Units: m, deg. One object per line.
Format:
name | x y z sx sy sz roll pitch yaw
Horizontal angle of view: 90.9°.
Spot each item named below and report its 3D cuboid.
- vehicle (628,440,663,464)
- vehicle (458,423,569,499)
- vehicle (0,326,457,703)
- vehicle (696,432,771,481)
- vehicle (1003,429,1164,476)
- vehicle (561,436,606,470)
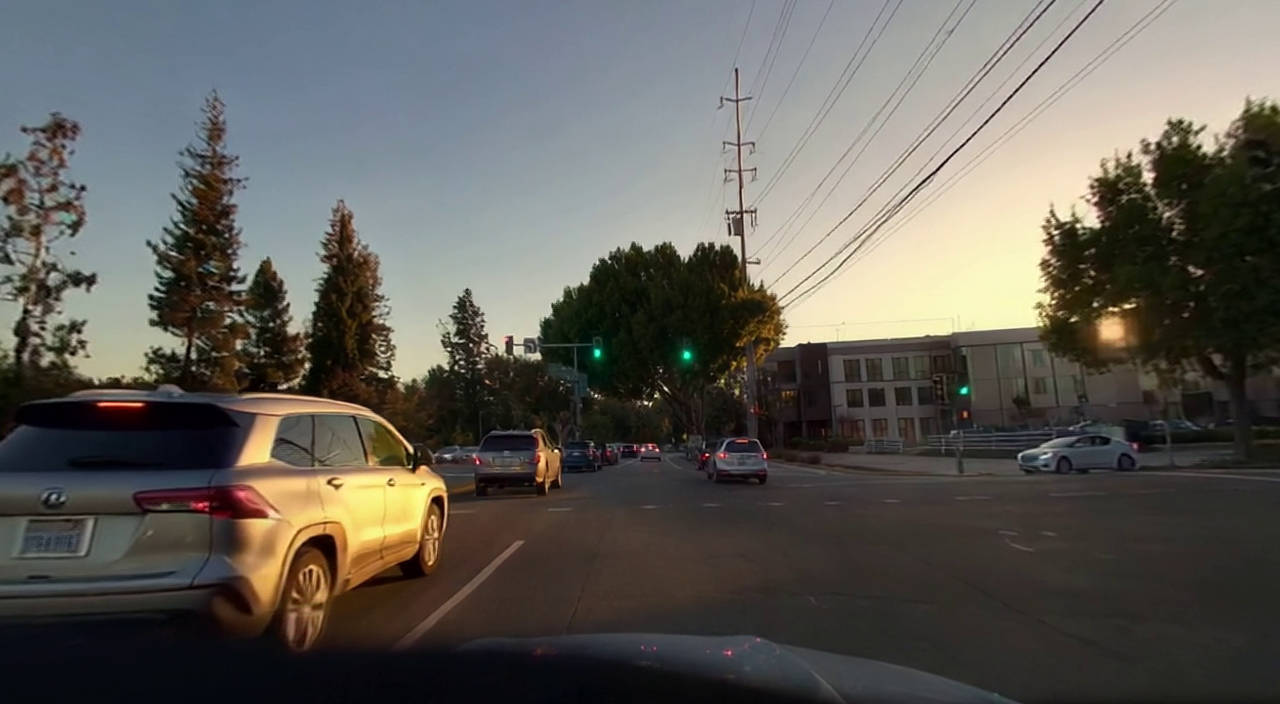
vehicle | 0.362 6.642 41.849 2.185 1.515 4.215 0 -8 1
vehicle | -3.179 2.848 16.799 1.958 1.744 4.315 0 -8 2
vehicle | -3.079 1.079 4.587 2.127 1.754 4.287 0 -8 1
vehicle | 3.529 4.086 24.803 2.201 1.734 4.564 0 -8 -1
vehicle | 15.643 3.581 22.501 4.119 1.574 2.028 -1 -9 10
vehicle | -2.915 5.290 33.250 1.900 1.677 4.128 0 -8 2
